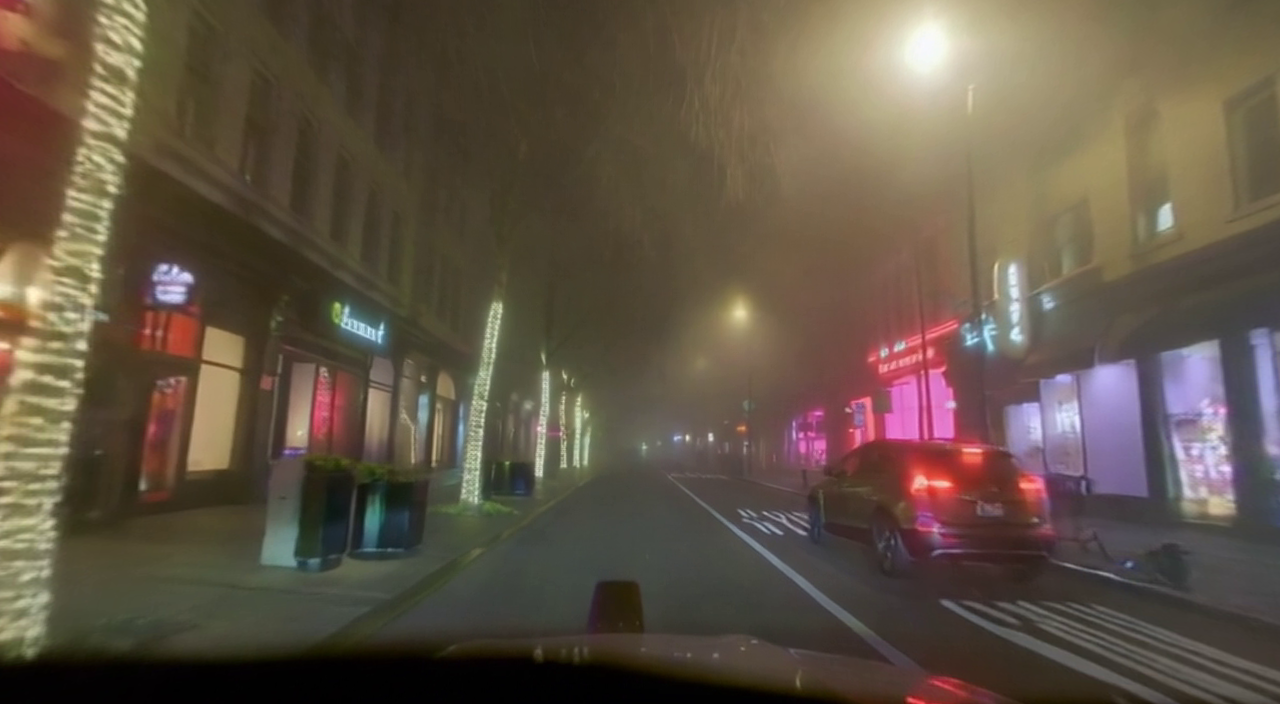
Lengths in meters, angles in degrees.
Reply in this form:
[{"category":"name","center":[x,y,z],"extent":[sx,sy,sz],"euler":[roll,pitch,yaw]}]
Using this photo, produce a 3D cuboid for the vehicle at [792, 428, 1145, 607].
[{"category":"vehicle","center":[3.442,1.795,7.826],"extent":[1.971,1.559,4.326],"euler":[0,-9,-1]}]
